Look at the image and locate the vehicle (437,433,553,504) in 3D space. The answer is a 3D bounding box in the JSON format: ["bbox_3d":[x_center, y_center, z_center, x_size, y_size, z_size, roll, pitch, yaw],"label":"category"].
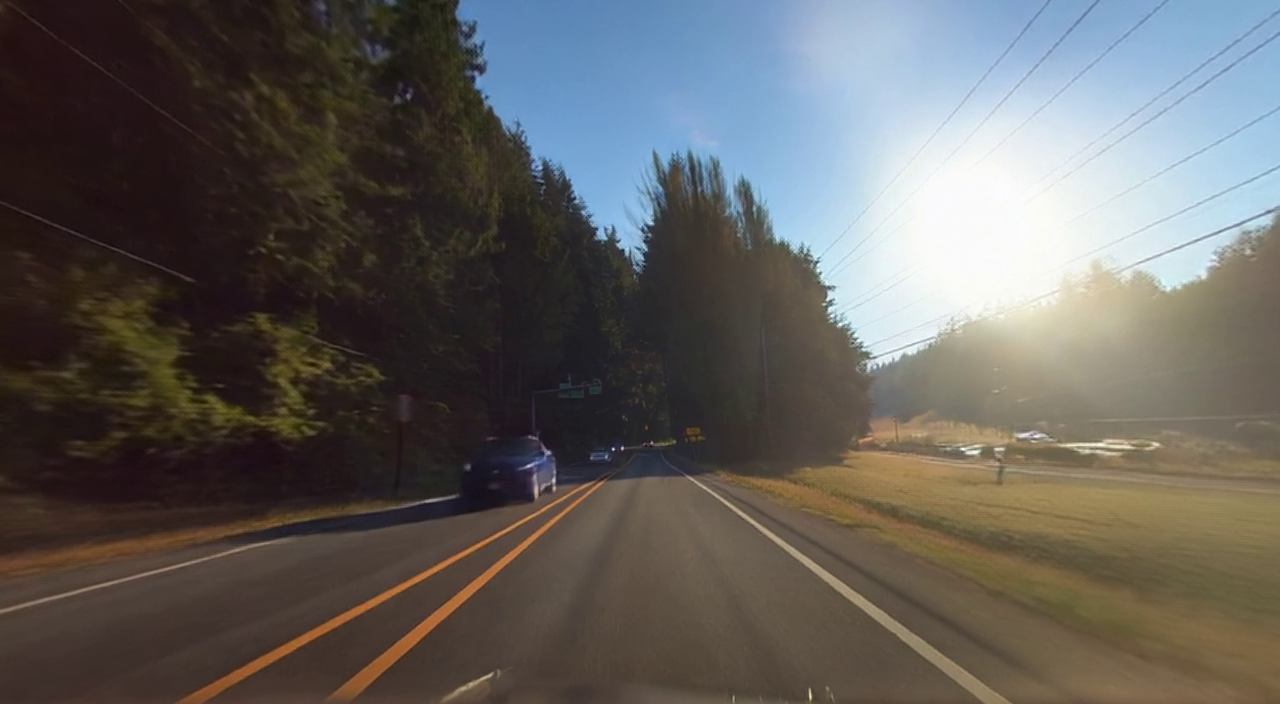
[{"bbox_3d":[-3.922,3.239,18.085,2.007,1.726,5.097,0,-8,2],"label":"vehicle"}]
